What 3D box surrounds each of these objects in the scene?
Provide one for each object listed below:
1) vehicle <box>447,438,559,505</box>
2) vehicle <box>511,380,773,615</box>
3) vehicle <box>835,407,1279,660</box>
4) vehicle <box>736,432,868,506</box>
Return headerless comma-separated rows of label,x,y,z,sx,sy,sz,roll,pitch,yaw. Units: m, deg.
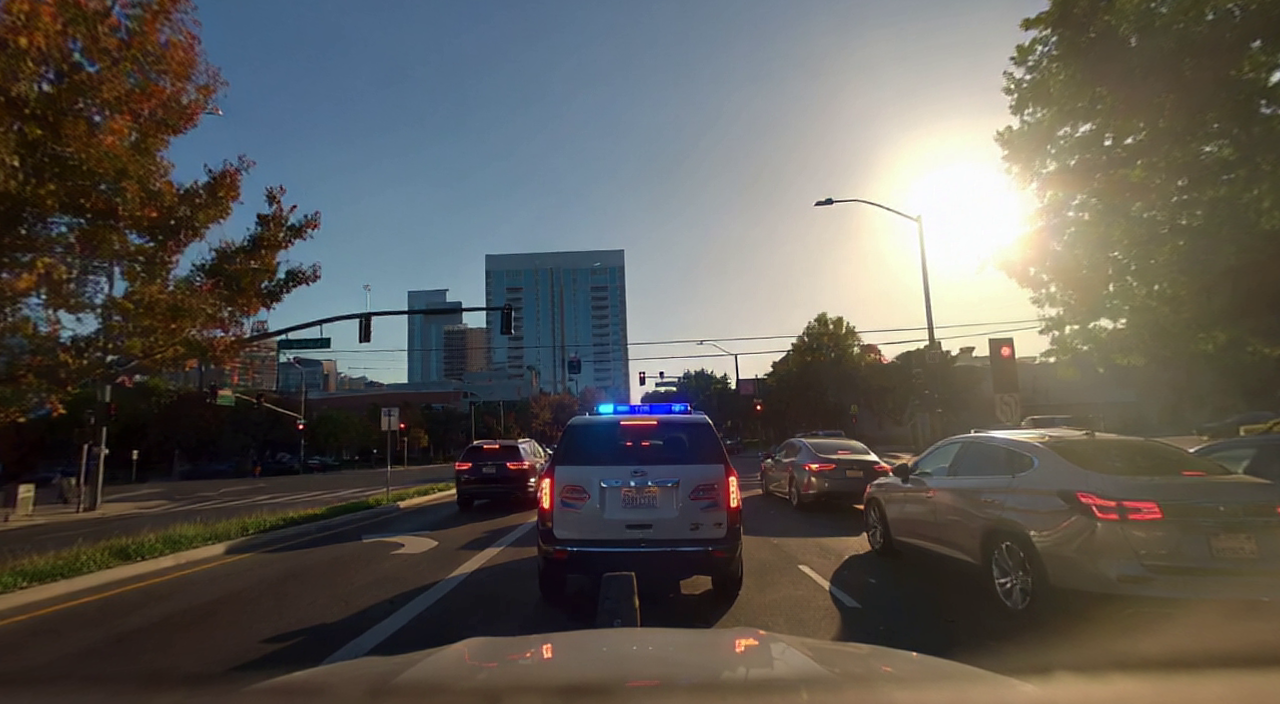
vehicle,-3.316,2.979,16.210,1.913,1.464,4.276,0,-8,0
vehicle,-0.039,1.463,7.273,2.038,1.819,4.505,0,-8,-1
vehicle,3.644,1.409,6.085,1.995,1.483,4.533,0,-8,-1
vehicle,3.636,2.706,15.058,1.940,1.474,4.234,0,-8,-1
